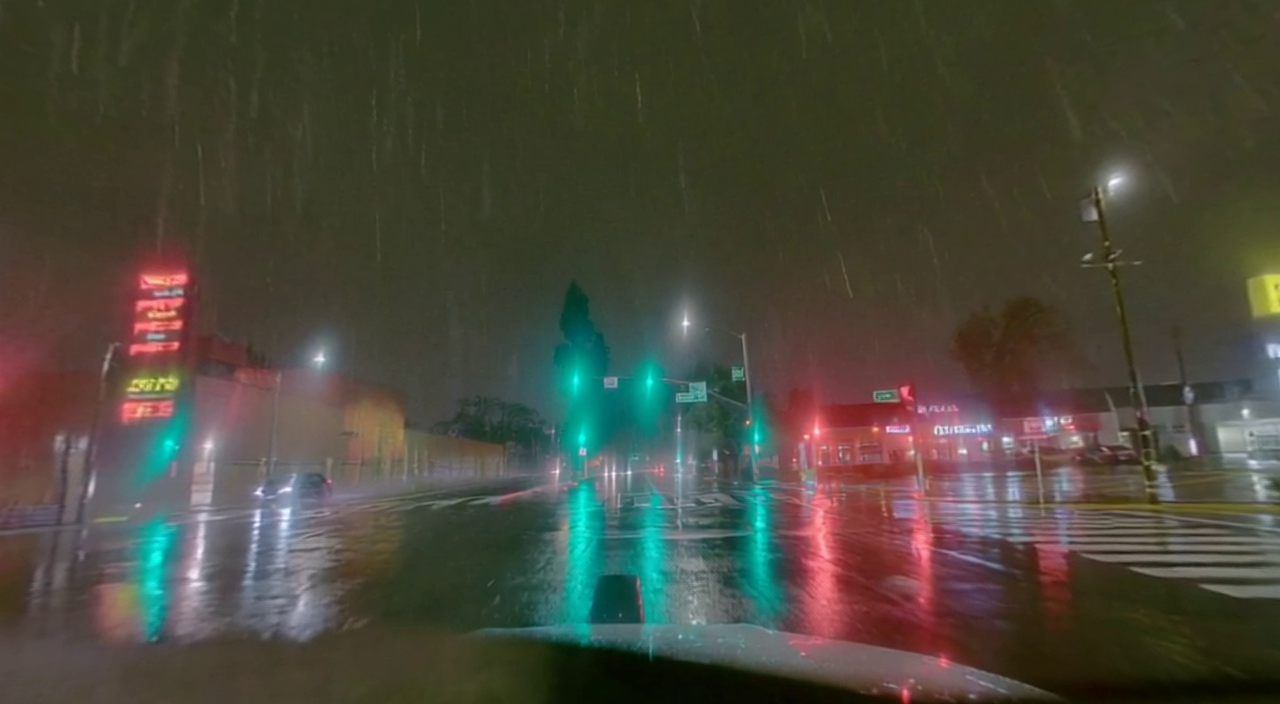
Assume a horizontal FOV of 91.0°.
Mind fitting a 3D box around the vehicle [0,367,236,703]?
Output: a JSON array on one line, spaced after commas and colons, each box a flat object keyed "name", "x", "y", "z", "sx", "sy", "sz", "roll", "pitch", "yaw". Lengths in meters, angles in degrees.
[{"name": "vehicle", "x": -3.296, "y": 0.717, "z": 1.086, "sx": 2.081, "sy": 1.644, "sz": 4.523, "roll": 0, "pitch": -9, "yaw": 2}]

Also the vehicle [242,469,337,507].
[{"name": "vehicle", "x": -16.015, "y": 6.198, "z": 29.068, "sx": 1.931, "sy": 1.471, "sz": 4.152, "roll": 0, "pitch": -9, "yaw": 1}]
